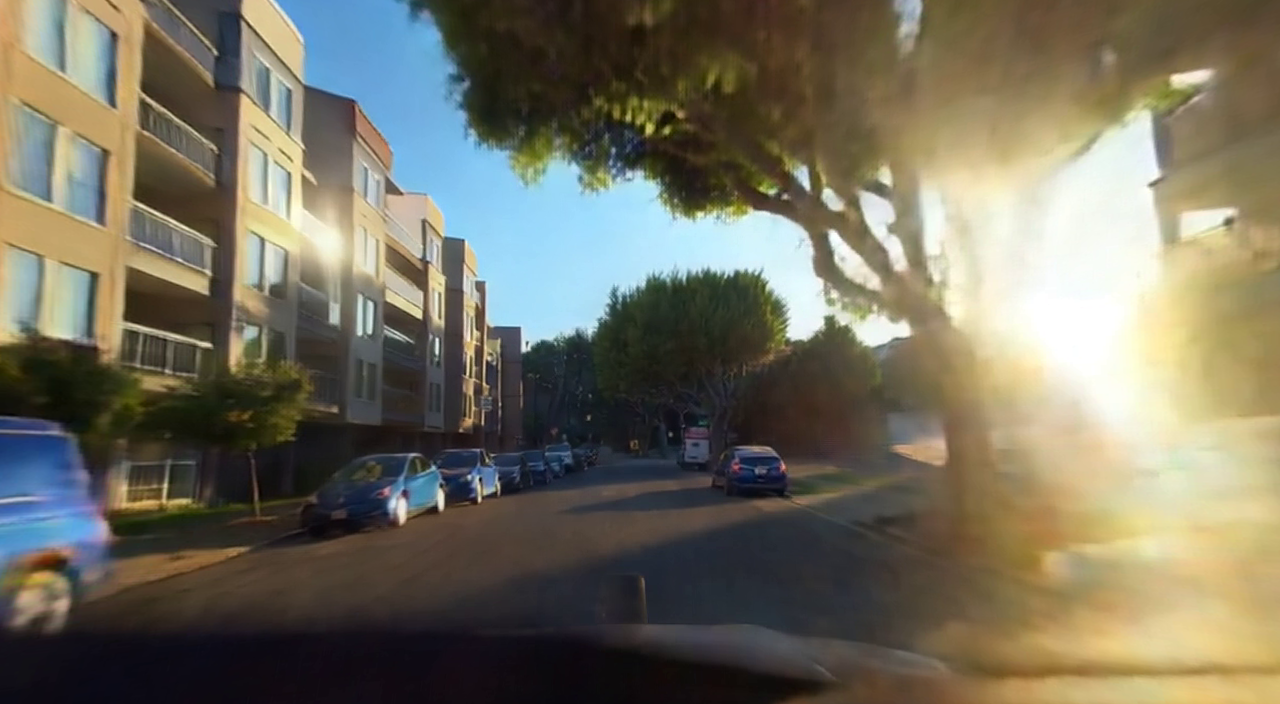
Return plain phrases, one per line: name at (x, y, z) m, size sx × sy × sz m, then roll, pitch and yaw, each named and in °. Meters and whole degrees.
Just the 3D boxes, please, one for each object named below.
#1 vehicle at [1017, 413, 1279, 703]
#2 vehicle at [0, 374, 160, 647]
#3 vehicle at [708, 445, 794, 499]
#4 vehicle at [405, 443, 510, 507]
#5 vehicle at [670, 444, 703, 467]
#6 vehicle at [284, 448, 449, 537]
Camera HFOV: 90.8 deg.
vehicle at (3.119, 0.895, 1.629) m, size 1.903 × 1.512 × 3.900 m, roll 0°, pitch -8°, yaw 1°
vehicle at (-5.296, 1.070, 3.389) m, size 1.947 × 1.833 × 4.606 m, roll -1°, pitch -2°, yaw 0°
vehicle at (3.312, 3.639, 19.624) m, size 1.835 × 1.490 × 4.134 m, roll 0°, pitch -8°, yaw -1°
vehicle at (-4.970, 3.378, 17.834) m, size 1.782 × 1.585 × 3.962 m, roll 0°, pitch -8°, yaw 0°
vehicle at (3.504, 7.848, 48.266) m, size 1.951 × 1.654 × 4.146 m, roll 0°, pitch -8°, yaw -3°
vehicle at (-5.257, 2.699, 12.673) m, size 1.722 × 1.491 × 3.431 m, roll 0°, pitch -8°, yaw 1°
